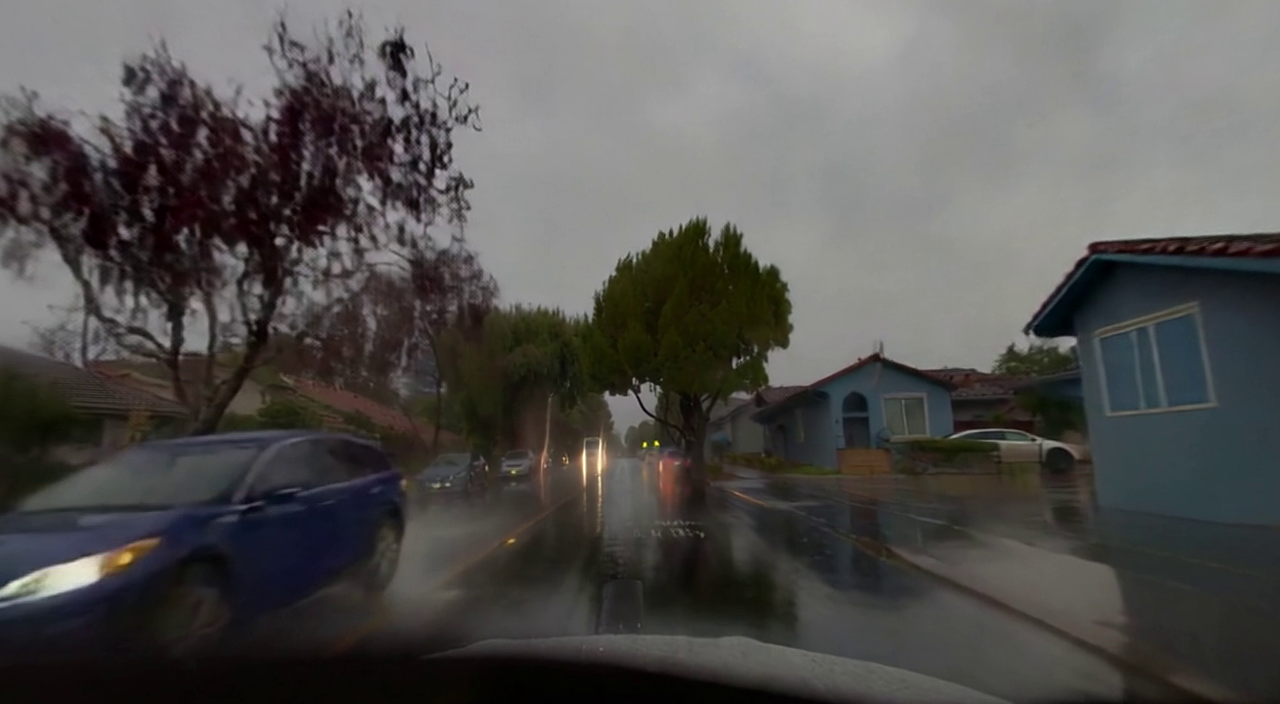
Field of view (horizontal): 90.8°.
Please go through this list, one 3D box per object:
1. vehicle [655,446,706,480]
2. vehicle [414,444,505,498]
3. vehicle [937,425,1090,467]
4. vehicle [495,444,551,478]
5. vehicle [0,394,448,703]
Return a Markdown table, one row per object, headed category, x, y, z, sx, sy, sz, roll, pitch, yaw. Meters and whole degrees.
| category | x | y | z | sx | sy | sz | roll | pitch | yaw |
| --- | --- | --- | --- | --- | --- | --- | --- | --- | --- |
| vehicle | 1.932 | 5.474 | 31.467 | 1.996 | 1.516 | 4.122 | 0 | -9 | -4 |
| vehicle | -6.346 | 4.197 | 22.782 | 2.033 | 1.721 | 4.328 | 0 | -9 | -1 |
| vehicle | 13.500 | 3.444 | 23.148 | 4.370 | 1.433 | 1.889 | -2 | -9 | 13 |
| vehicle | -6.802 | 6.389 | 37.396 | 2.265 | 1.876 | 5.371 | 0 | -9 | 0 |
| vehicle | -3.472 | 1.398 | 5.594 | 2.106 | 1.688 | 4.392 | 0 | -9 | 1 |
